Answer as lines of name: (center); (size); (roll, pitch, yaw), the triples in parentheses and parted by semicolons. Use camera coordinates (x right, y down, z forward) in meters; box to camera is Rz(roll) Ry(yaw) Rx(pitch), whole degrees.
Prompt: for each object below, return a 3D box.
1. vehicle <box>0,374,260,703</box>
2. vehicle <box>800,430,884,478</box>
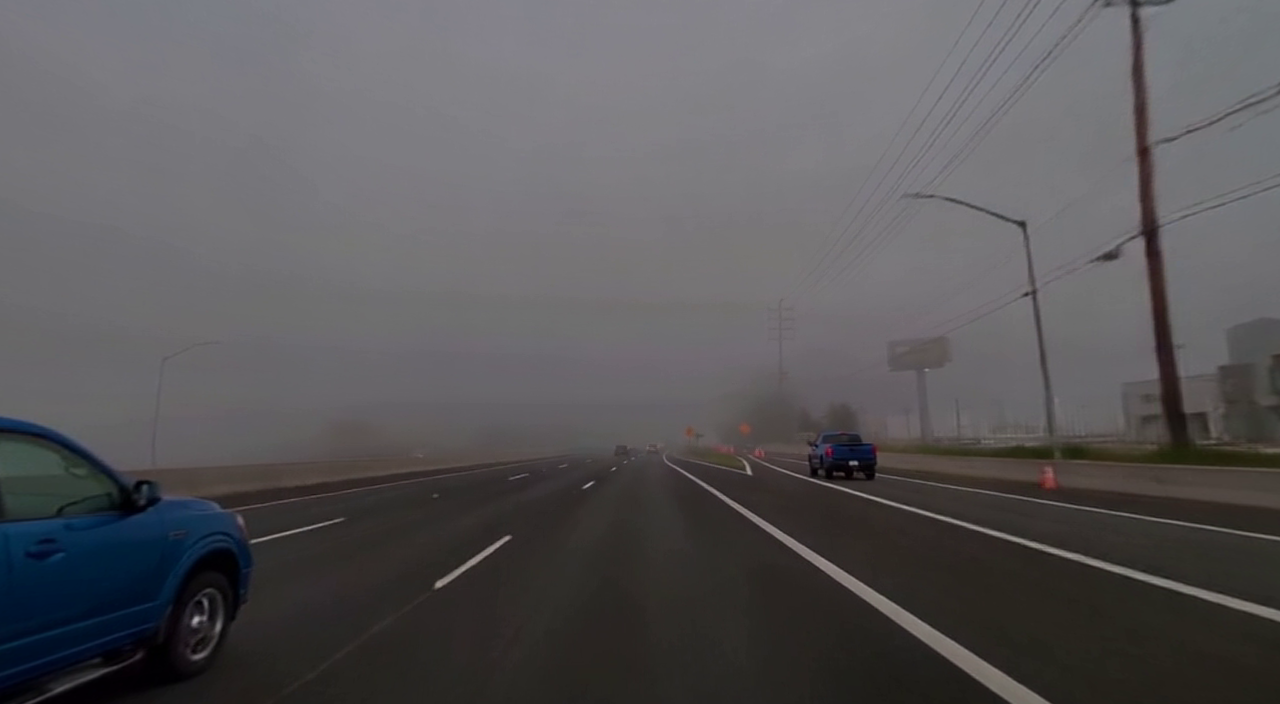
vehicle: (-3.603, 0.828, 2.004); (2.001, 1.619, 4.445); (0, -8, 0)
vehicle: (8.495, 4.355, 27.104); (2.186, 1.840, 5.289); (-1, -8, 4)
